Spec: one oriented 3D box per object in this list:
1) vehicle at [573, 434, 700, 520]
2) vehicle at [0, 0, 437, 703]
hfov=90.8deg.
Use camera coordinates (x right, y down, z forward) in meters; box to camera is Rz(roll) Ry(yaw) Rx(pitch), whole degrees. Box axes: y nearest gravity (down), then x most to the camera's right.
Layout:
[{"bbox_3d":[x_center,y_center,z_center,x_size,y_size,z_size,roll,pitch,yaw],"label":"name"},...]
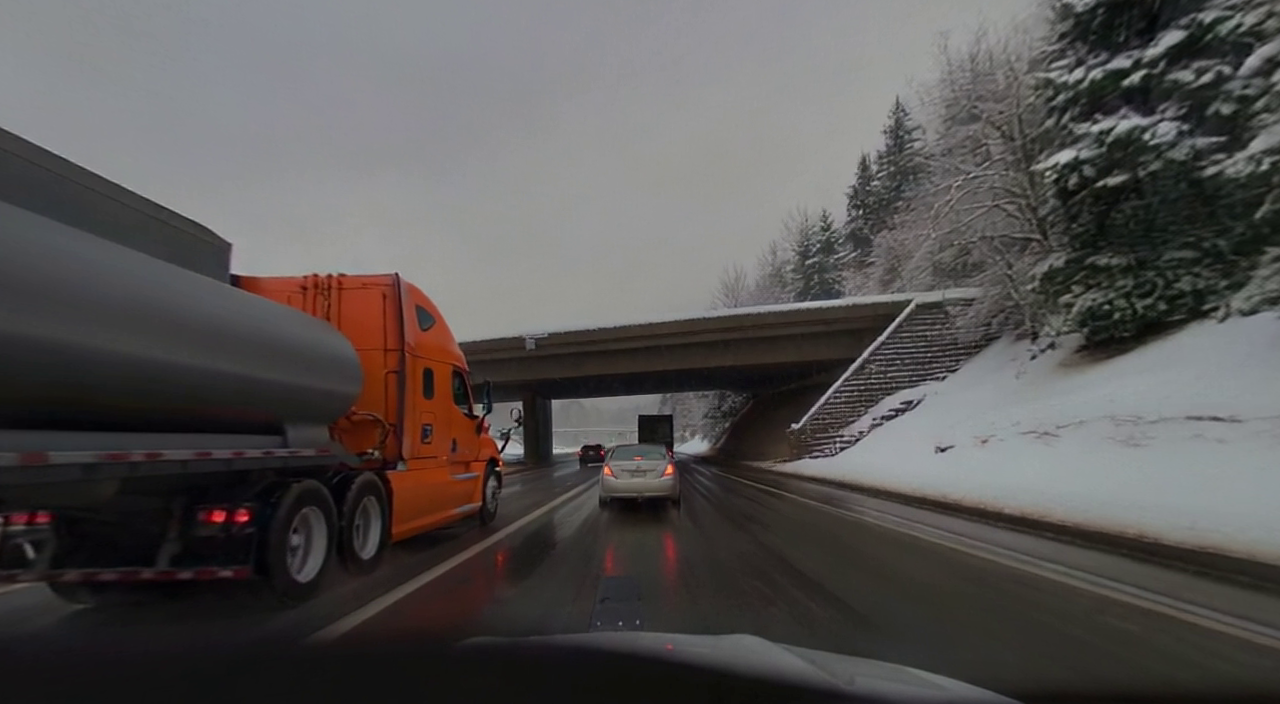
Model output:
[{"bbox_3d":[-0.074,2.530,13.273,2.215,1.481,4.246,0,-9,0],"label":"vehicle"},{"bbox_3d":[-4.217,-0.260,0.980,2.896,3.563,14.643,0,-9,0],"label":"vehicle"}]
